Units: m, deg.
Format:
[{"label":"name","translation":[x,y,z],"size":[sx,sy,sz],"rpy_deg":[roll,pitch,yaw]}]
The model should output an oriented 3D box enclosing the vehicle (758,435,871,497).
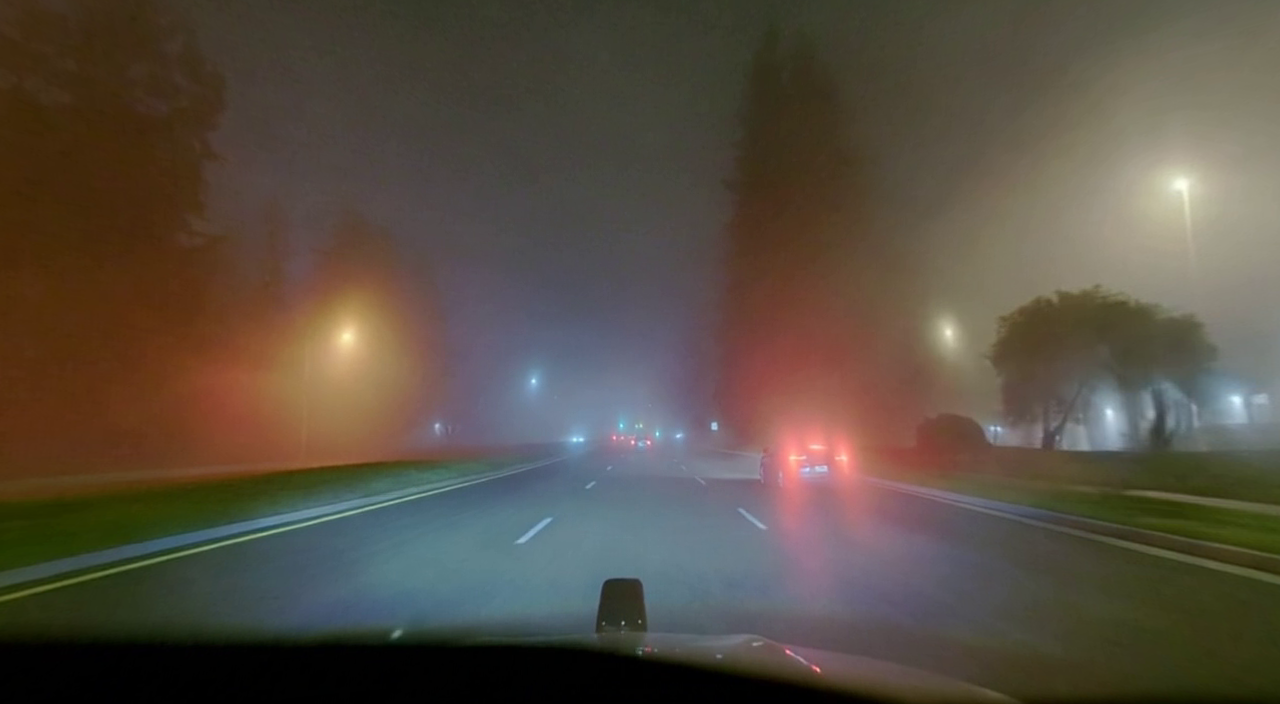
[{"label":"vehicle","translation":[4.746,3.151,17.796],"size":[1.913,1.516,4.322],"rpy_deg":[0,-9,-1]}]
